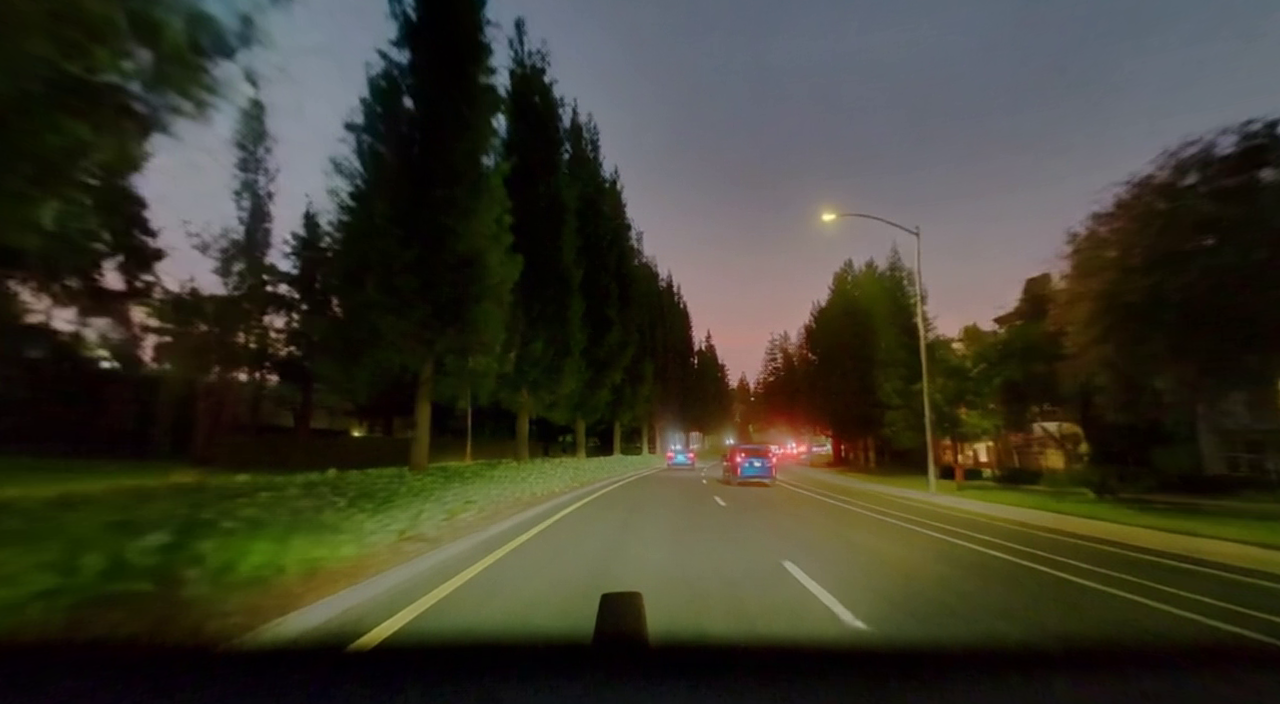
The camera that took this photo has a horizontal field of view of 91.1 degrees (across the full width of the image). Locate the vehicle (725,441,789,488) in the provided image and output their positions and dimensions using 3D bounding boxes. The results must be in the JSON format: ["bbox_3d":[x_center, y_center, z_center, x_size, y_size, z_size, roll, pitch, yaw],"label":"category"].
[{"bbox_3d":[4.528,4.396,24.851,1.971,1.663,4.287,-1,-8,4],"label":"vehicle"}]

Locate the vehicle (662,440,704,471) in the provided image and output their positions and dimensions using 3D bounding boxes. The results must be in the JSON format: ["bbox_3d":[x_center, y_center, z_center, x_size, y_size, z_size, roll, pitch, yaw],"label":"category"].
[{"bbox_3d":[2.725,6.362,38.792,2.251,1.822,4.391,-1,-9,8],"label":"vehicle"}]
